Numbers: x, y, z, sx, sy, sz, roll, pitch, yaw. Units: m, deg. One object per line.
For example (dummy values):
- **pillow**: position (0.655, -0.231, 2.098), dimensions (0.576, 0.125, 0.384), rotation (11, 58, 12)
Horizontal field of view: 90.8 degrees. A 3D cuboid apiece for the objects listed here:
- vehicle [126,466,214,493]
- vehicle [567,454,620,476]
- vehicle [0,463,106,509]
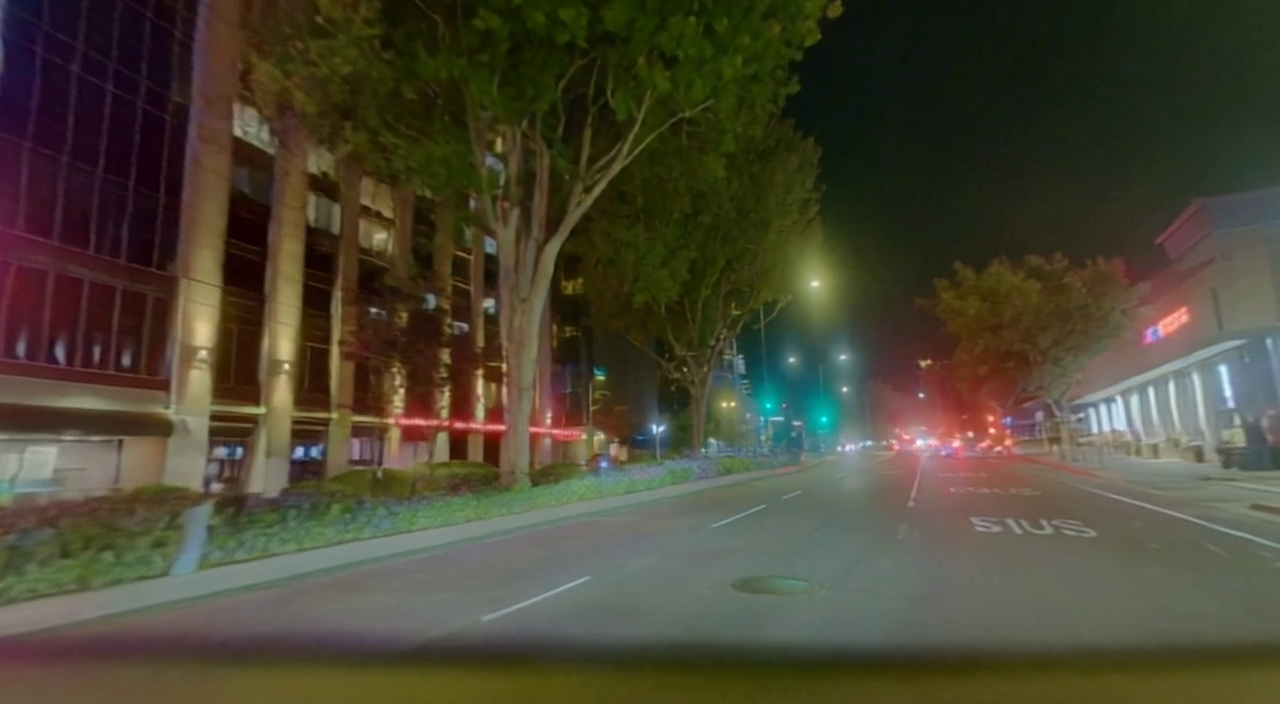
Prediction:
- **vehicle**: position (-30.243, 8.196, 40.817), dimensions (1.689, 1.534, 4.158), rotation (-9, -13, 25)
- **vehicle**: position (-3.335, 8.235, 46.256), dimensions (1.840, 1.440, 4.442), rotation (-7, -11, 25)
- **vehicle**: position (-24.082, 5.414, 25.505), dimensions (3.994, 1.471, 1.956), rotation (-2, -16, 22)
